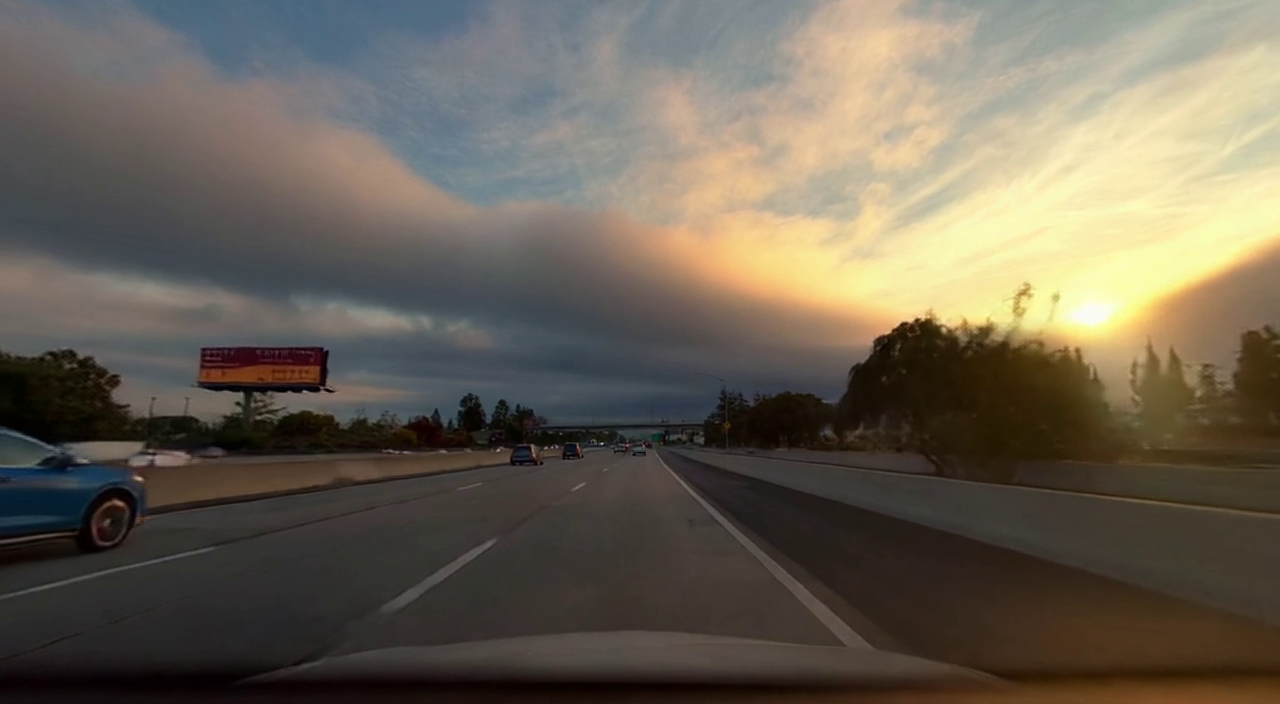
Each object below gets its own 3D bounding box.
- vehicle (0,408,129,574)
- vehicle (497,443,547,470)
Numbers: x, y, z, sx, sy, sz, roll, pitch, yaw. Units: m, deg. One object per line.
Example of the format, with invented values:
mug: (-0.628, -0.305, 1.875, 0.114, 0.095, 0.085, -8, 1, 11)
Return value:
vehicle: (-7.585, 1.283, 5.552, 2.055, 1.683, 4.804, 0, -9, 0)
vehicle: (-7.013, 6.262, 37.944, 2.008, 1.520, 4.731, 0, -9, 1)
